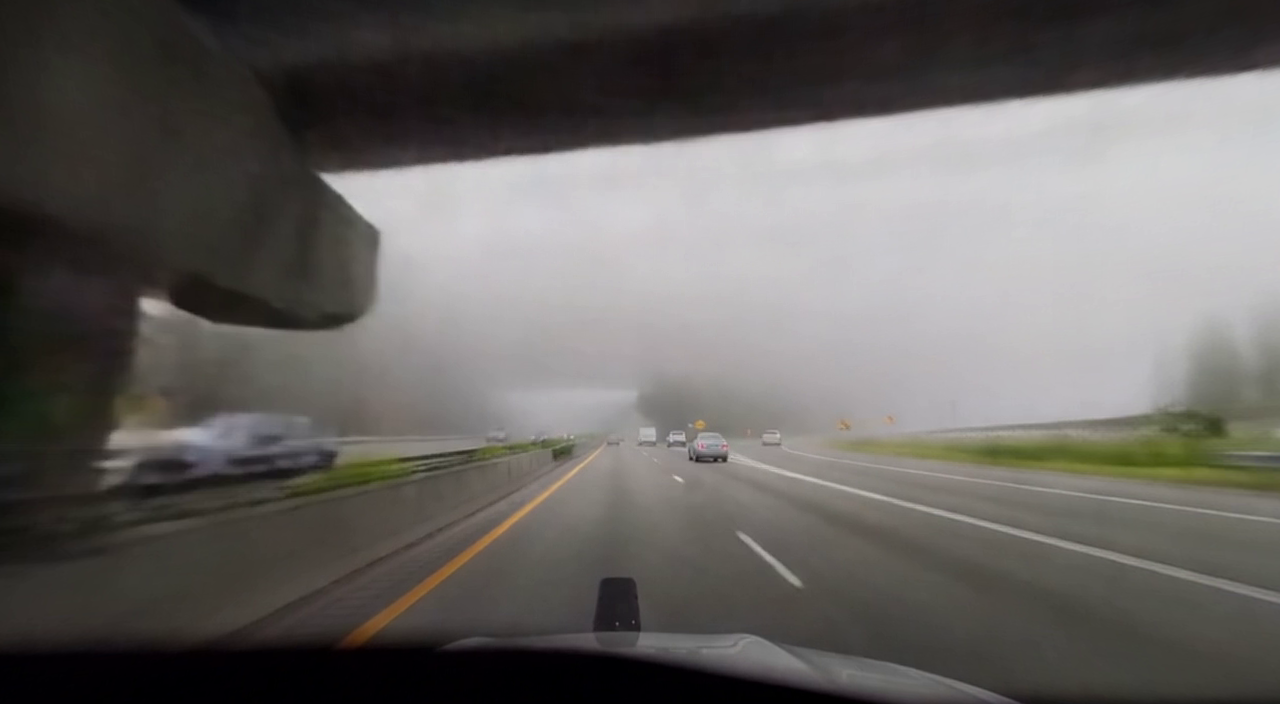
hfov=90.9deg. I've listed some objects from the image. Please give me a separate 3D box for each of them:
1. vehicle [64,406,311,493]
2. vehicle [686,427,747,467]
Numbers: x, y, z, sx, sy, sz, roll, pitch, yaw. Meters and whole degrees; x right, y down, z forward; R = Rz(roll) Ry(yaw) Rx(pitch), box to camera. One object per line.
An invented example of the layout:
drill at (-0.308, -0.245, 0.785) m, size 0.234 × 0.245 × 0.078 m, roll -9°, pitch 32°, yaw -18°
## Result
vehicle at (-9.235, 2.028, 13.495) m, size 2.011 × 1.519 × 4.508 m, roll 0°, pitch -8°, yaw -1°
vehicle at (3.153, 4.010, 26.806) m, size 1.938 × 1.578 × 3.764 m, roll 0°, pitch -8°, yaw -3°
